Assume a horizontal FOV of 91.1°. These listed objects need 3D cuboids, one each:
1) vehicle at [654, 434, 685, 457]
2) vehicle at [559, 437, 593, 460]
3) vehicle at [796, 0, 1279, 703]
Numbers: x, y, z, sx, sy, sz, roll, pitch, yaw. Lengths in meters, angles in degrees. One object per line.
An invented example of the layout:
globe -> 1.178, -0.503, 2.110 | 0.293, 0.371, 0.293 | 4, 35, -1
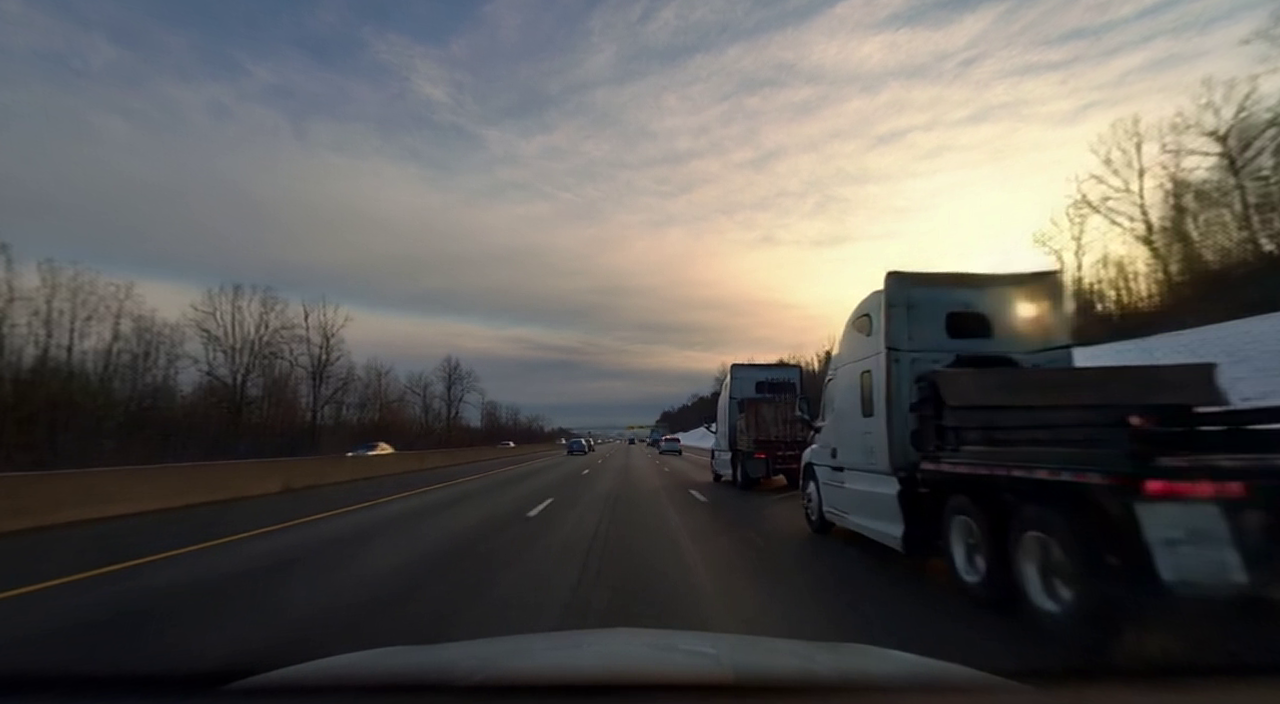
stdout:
vehicle -> 2.221, 7.218, 48.621 | 2.124, 1.696, 4.173 | 0, -8, -1
vehicle -> -4.452, 6.763, 44.305 | 2.017, 1.484, 4.088 | 0, -8, 0
vehicle -> 4.100, 0.126, 5.966 | 2.906, 3.999, 8.621 | 0, -8, -1
